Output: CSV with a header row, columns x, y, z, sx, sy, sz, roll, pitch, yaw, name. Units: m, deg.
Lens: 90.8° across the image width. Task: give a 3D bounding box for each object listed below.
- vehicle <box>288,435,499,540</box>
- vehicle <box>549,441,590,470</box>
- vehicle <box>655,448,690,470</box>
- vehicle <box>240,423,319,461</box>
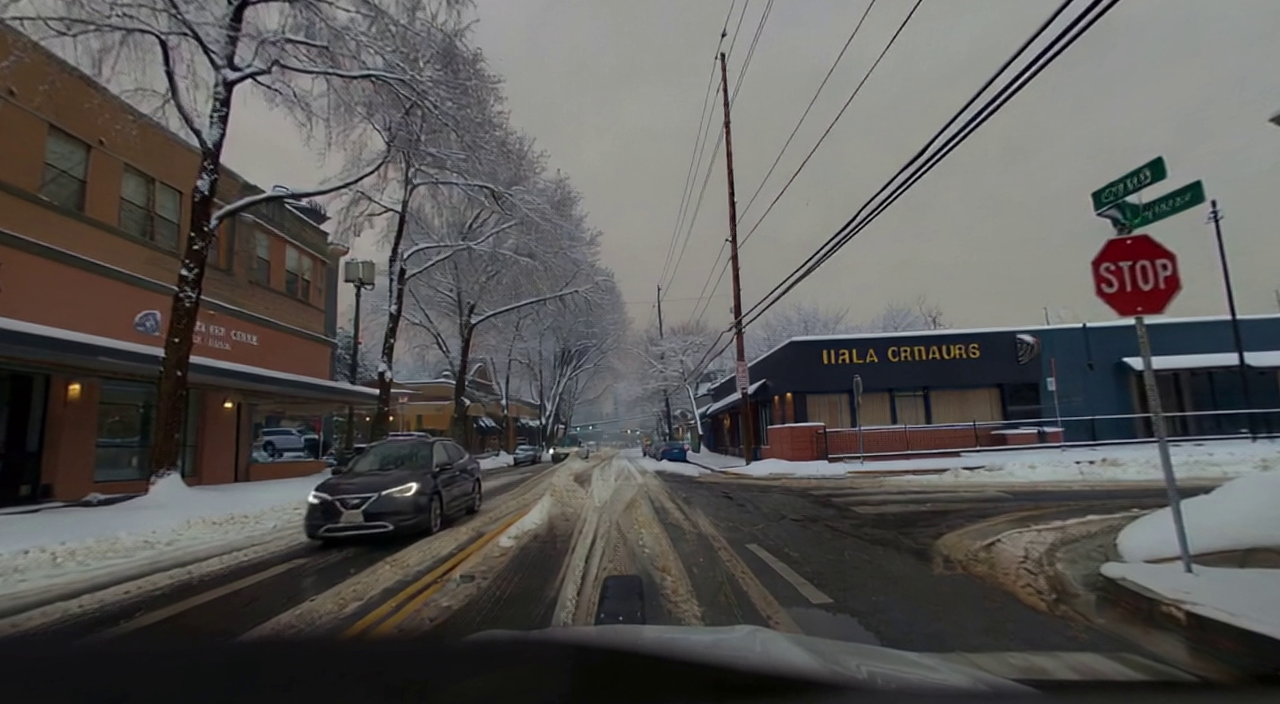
x,y,z,sx,sy,sz,roll,pitch,yaw,name
-4.144,2.335,11.633,2.140,1.512,4.536,0,-8,-1,vehicle
-4.994,7.433,45.504,2.495,1.966,4.846,0,-8,-1,vehicle
2.098,6.982,41.424,1.877,1.373,3.854,0,-8,-4,vehicle
-28.130,7.065,49.660,2.249,2.760,6.636,0,-8,0,vehicle
